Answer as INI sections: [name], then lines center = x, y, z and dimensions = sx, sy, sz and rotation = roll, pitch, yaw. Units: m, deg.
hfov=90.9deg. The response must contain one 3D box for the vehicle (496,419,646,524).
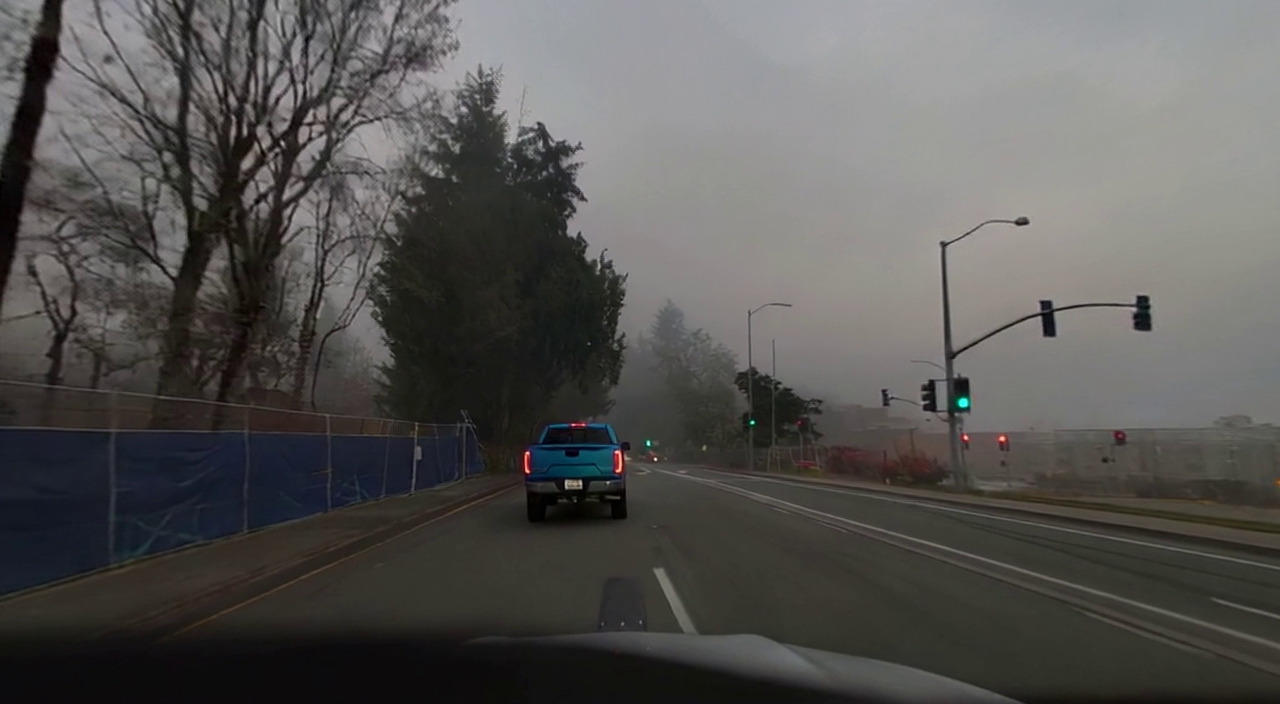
[vehicle]
center = -1.165, 2.347, 13.067
dimensions = 2.436, 1.698, 5.322
rotation = 0, -8, -1
